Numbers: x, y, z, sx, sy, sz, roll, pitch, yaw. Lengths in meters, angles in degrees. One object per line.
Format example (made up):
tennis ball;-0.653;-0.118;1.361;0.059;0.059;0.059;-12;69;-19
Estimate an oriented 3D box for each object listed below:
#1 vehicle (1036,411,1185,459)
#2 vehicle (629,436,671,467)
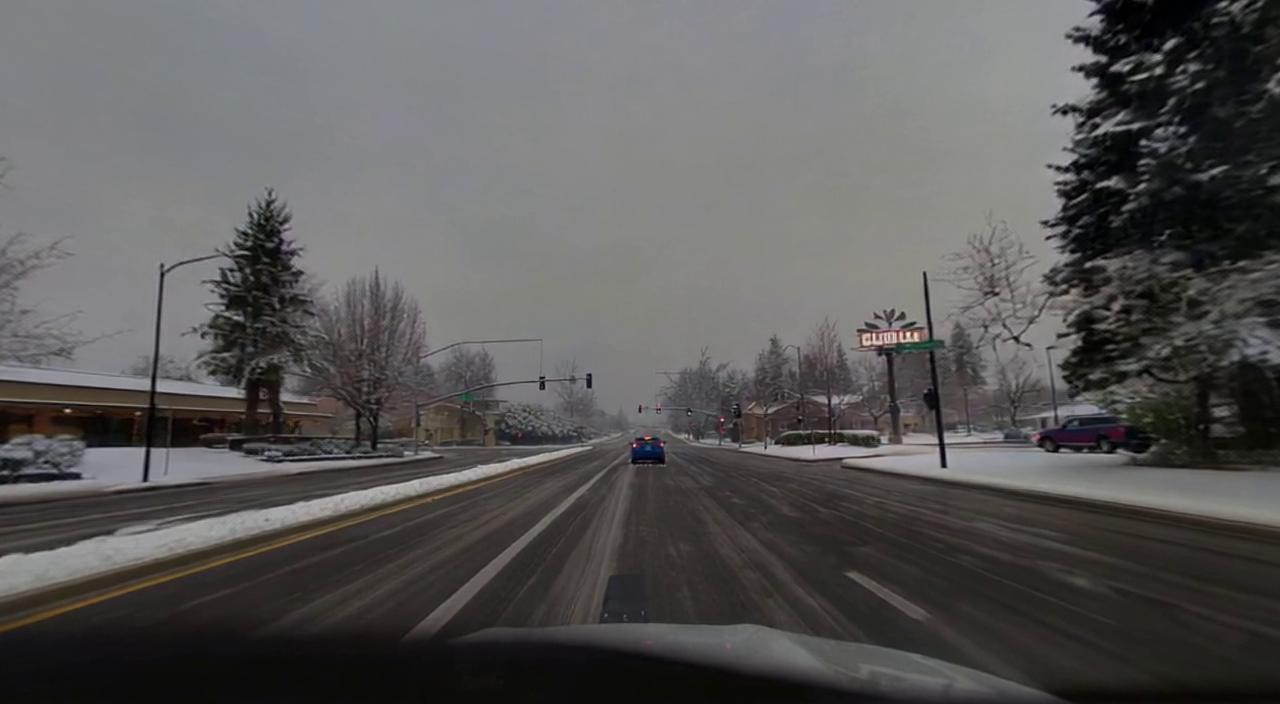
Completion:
vehicle;23.497;4.271;32.044;2.647;2.185;6.556;-1;-8;2
vehicle;0.431;5.141;32.797;2.028;1.478;4.545;0;-8;-1
